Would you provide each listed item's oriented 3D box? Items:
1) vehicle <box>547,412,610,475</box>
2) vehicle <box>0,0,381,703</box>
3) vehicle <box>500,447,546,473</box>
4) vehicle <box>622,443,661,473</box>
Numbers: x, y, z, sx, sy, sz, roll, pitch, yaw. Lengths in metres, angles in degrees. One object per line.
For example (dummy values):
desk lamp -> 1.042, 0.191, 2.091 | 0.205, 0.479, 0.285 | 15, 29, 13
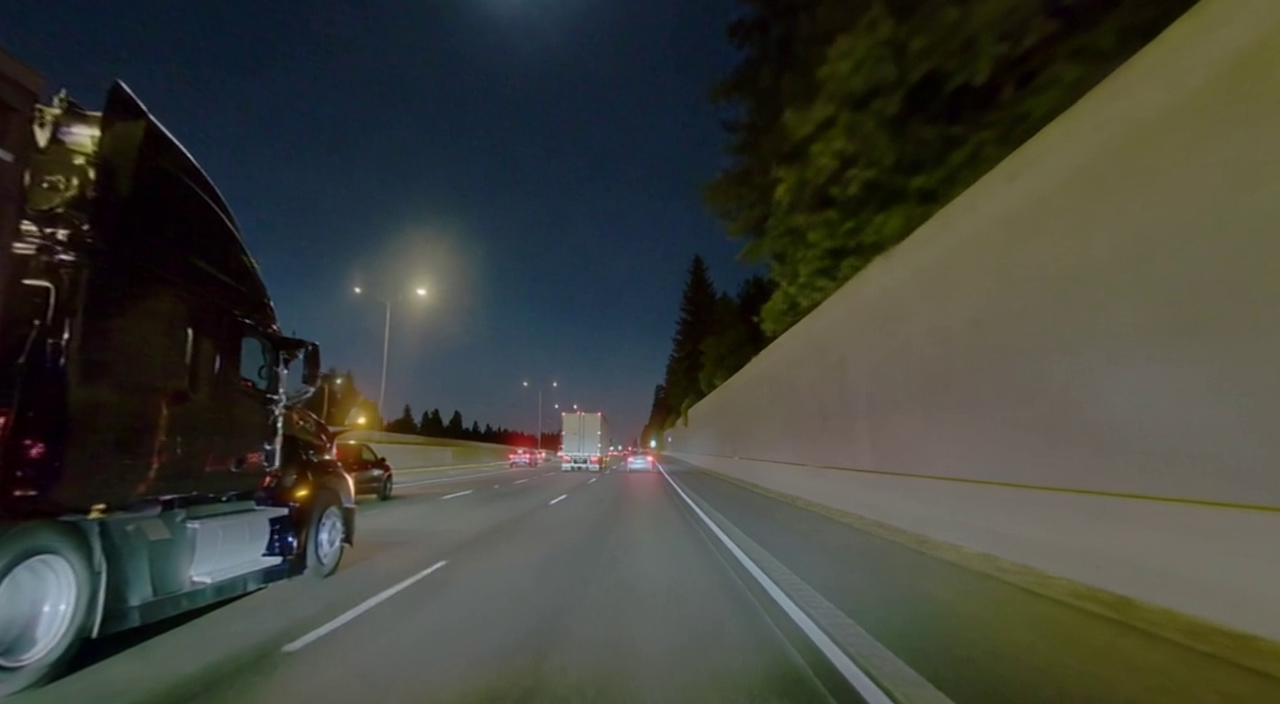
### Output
vehicle -> -3.555, 5.666, 38.811 | 2.956, 3.331, 9.575 | 0, -9, 0
vehicle -> -3.695, -0.080, 0.300 | 3.025, 3.266, 9.256 | -1, -9, 1
vehicle -> -7.195, 6.671, 39.090 | 1.962, 1.489, 4.002 | -1, -9, 1
vehicle -> 0.100, 6.221, 37.286 | 2.178, 1.640, 4.071 | -1, -9, 1
